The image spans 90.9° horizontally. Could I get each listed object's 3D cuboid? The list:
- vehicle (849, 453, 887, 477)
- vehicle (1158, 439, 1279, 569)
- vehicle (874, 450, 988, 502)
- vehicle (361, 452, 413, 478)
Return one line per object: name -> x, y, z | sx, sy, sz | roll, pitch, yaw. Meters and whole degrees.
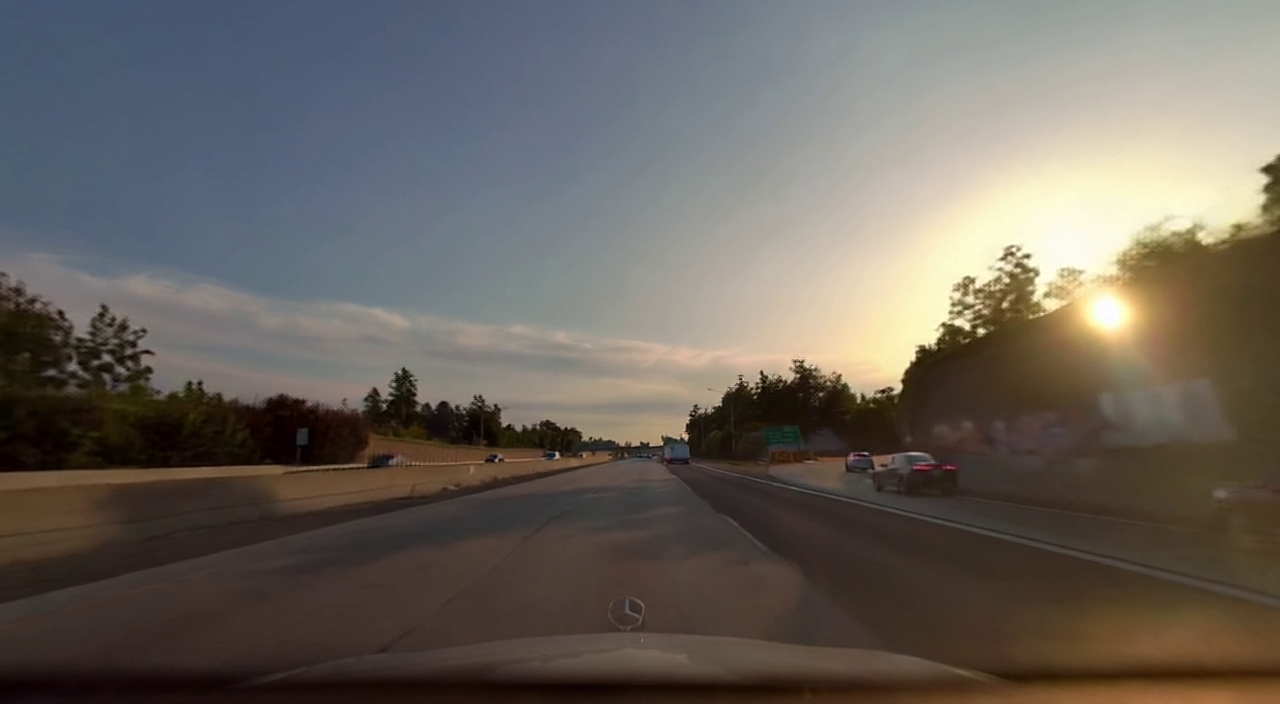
vehicle -> 15.983, 7.832, 44.012 | 2.008, 1.534, 3.912 | -4, -10, 26
vehicle -> 8.415, 1.677, 6.747 | 1.907, 1.495, 4.517 | 0, -9, 1
vehicle -> 9.159, 3.903, 20.294 | 1.842, 1.475, 4.479 | -1, -9, 5
vehicle -> -16.811, 7.513, 42.031 | 1.852, 1.576, 3.972 | 0, -9, 0
